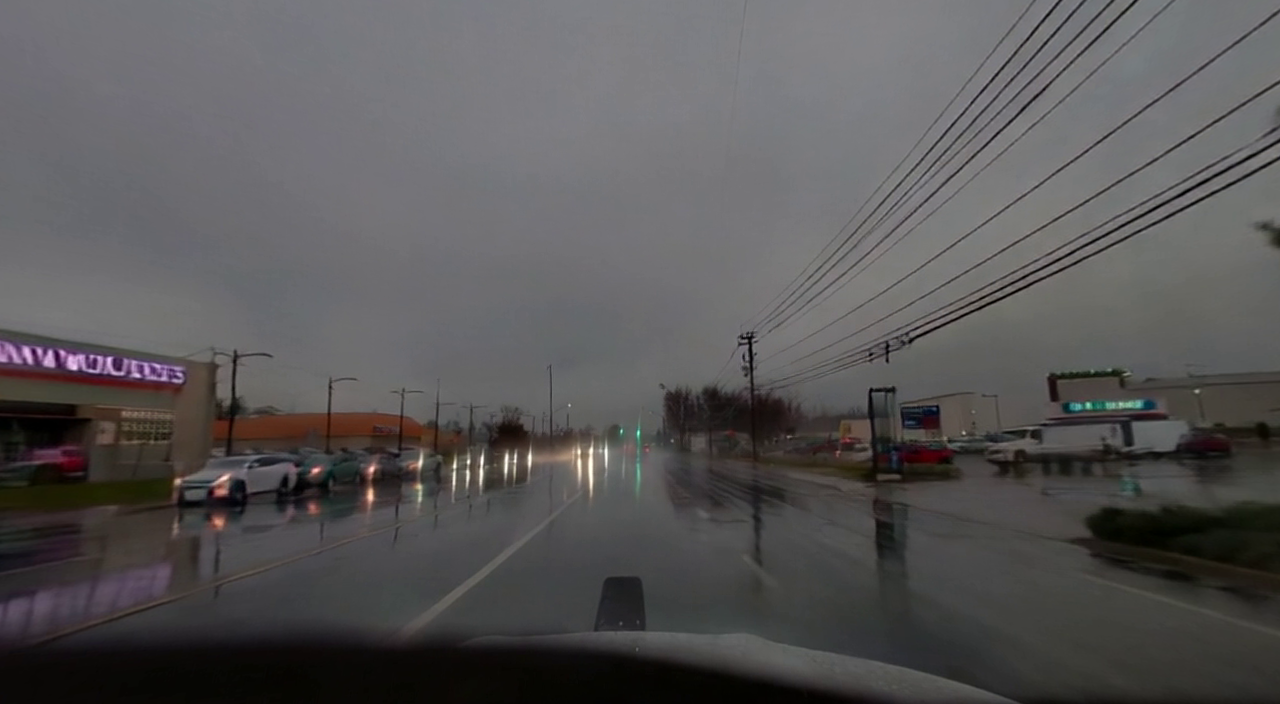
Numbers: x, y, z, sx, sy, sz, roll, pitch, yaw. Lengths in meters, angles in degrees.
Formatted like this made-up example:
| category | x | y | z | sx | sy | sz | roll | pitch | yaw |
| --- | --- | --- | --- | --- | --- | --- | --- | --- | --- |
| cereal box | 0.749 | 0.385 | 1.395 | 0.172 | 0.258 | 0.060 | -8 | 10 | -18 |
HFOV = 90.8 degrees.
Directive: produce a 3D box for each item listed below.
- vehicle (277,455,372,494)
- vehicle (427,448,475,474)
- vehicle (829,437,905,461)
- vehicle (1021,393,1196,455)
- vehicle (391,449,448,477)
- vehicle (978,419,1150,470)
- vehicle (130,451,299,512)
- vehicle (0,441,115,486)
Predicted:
| category | x | y | z | sx | sy | sz | roll | pitch | yaw |
| --- | --- | --- | --- | --- | --- | --- | --- | --- | --- |
| vehicle | -13.574 | 5.253 | 27.535 | 1.791 | 1.377 | 4.807 | -2 | -8 | -1 |
| vehicle | -13.421 | 7.740 | 45.138 | 1.793 | 1.534 | 5.400 | -2 | -7 | 0 |
| vehicle | 15.054 | 6.436 | 42.142 | 4.300 | 1.431 | 1.937 | -2 | -7 | 1 |
| vehicle | 29.660 | 4.637 | 40.258 | 8.821 | 3.745 | 2.909 | 0 | -9 | -3 |
| vehicle | -13.635 | 6.841 | 39.283 | 1.901 | 1.552 | 4.541 | 0 | -8 | 0 |
| vehicle | 15.401 | 3.396 | 23.177 | 4.667 | 1.775 | 2.199 | 0 | -8 | -1 |
| vehicle | -13.694 | 4.140 | 20.830 | 2.014 | 1.523 | 5.092 | -3 | -8 | 1 |
| vehicle | -23.889 | 4.336 | 24.740 | 4.527 | 1.679 | 2.055 | 3 | -9 | -18 |
